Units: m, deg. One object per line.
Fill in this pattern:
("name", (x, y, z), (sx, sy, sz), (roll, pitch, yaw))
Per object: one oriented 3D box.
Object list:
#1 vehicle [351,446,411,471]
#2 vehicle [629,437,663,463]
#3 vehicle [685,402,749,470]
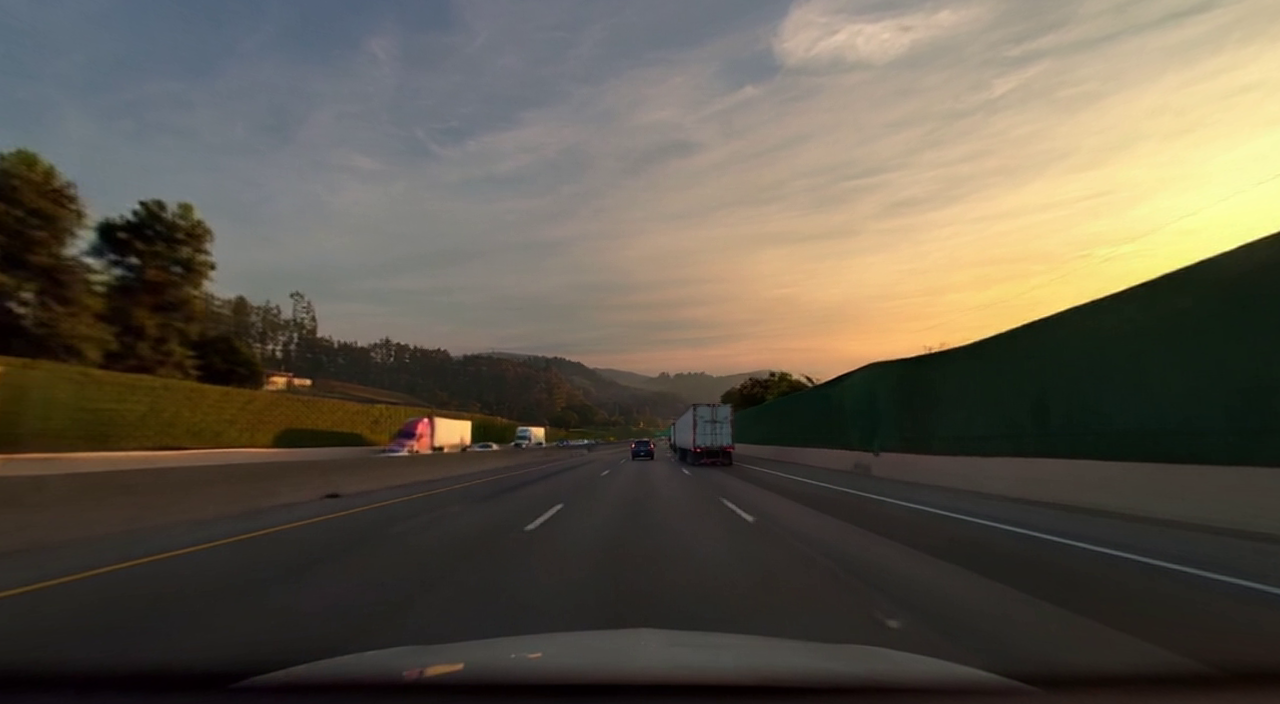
("vehicle", (-16.131, 6.606, 39.445), (1.884, 1.447, 4.129), (0, -8, 1))
("vehicle", (0.440, 7.128, 45.876), (2.389, 1.760, 4.473), (0, -8, 1))
("vehicle", (4.154, 4.788, 35.739), (2.742, 3.383, 8.285), (0, -8, 1))
